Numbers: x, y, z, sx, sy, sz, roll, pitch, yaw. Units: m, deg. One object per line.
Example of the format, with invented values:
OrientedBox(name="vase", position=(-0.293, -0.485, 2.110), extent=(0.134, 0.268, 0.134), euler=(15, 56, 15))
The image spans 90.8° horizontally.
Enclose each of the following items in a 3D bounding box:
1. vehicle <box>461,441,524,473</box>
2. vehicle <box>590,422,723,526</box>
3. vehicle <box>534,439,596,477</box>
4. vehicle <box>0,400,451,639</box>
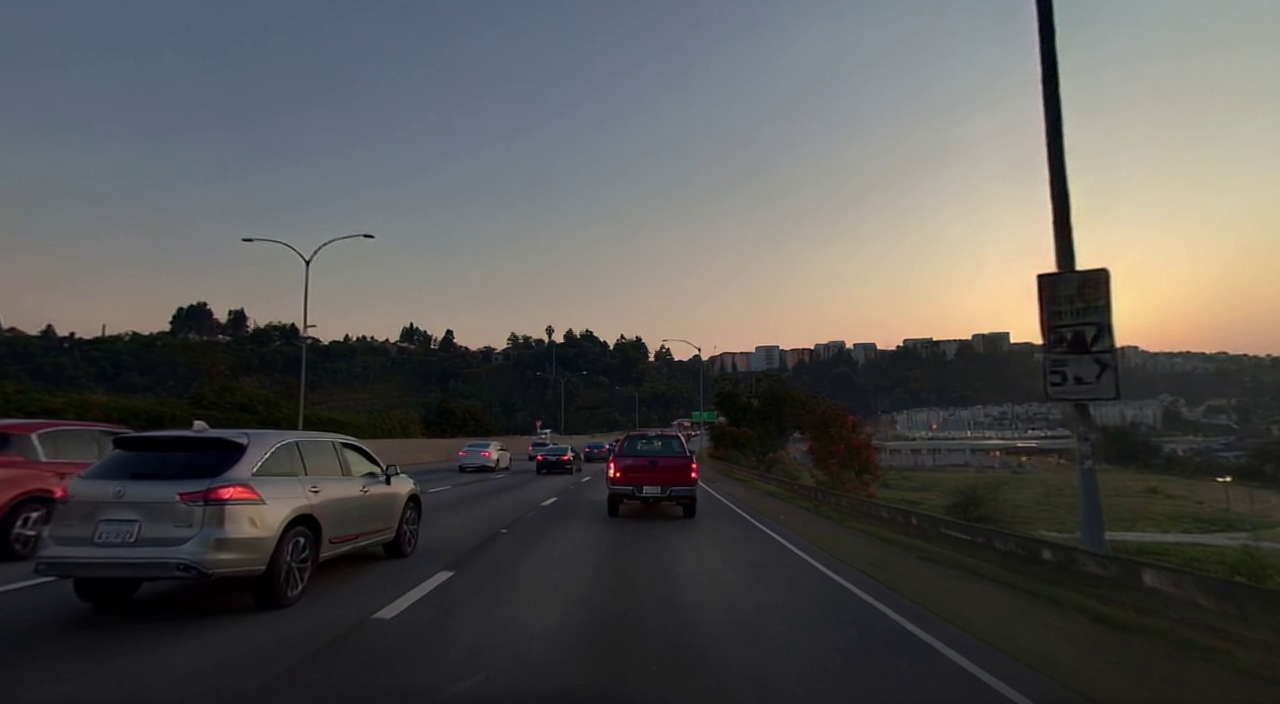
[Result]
OrientedBox(name="vehicle", position=(-7.179, 5.138, 31.208), extent=(1.856, 1.459, 4.251), euler=(-1, -9, 4))
OrientedBox(name="vehicle", position=(0.304, 2.381, 12.892), extent=(2.235, 1.716, 4.435), euler=(0, -8, 1))
OrientedBox(name="vehicle", position=(-3.090, 4.481, 26.840), extent=(1.868, 1.470, 4.105), euler=(-1, -8, 4))
OrientedBox(name="vehicle", position=(-3.843, 1.523, 6.775), extent=(2.076, 1.688, 4.334), euler=(-1, -9, 3))
